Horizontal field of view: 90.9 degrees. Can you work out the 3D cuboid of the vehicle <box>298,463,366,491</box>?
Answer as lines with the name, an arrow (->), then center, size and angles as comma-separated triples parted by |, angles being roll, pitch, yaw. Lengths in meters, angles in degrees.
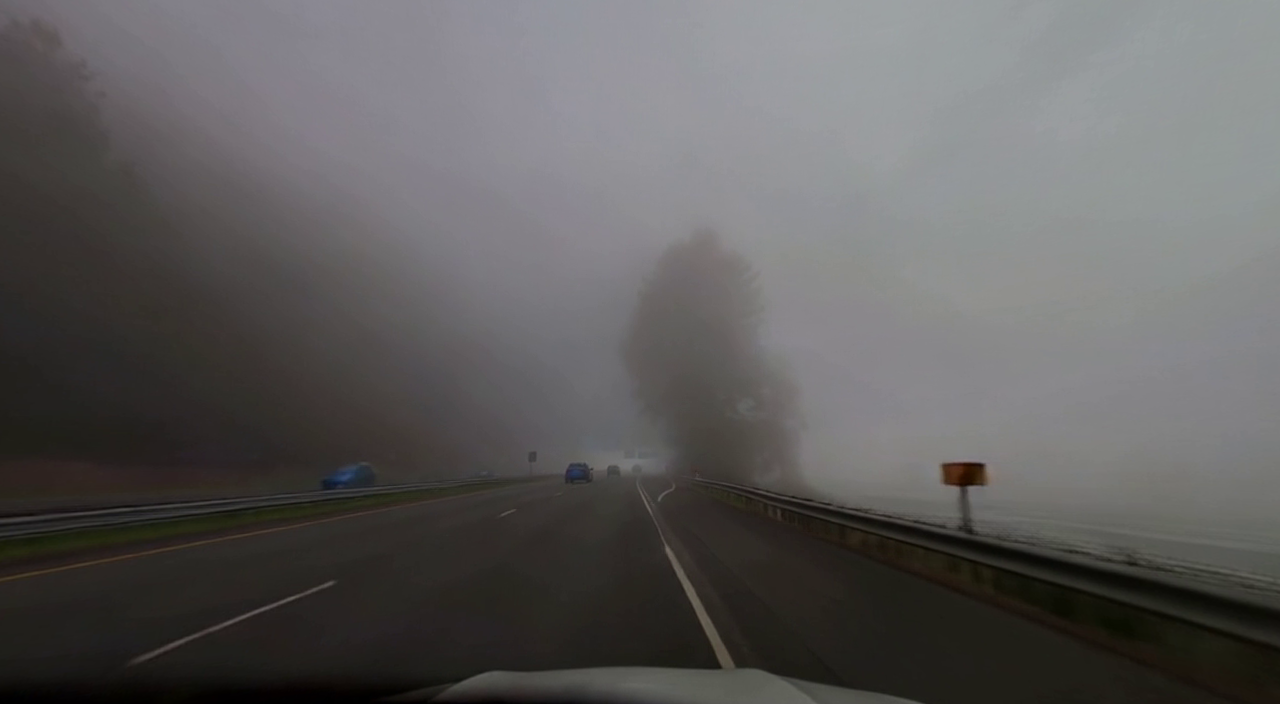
vehicle -> -17.825, 7.269, 36.650 | 1.895, 1.487, 3.985 | 1, -11, 0

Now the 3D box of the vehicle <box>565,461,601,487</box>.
vehicle -> -3.808, 8.306, 42.949 | 2.042, 1.629, 4.276 | 1, -11, 0
